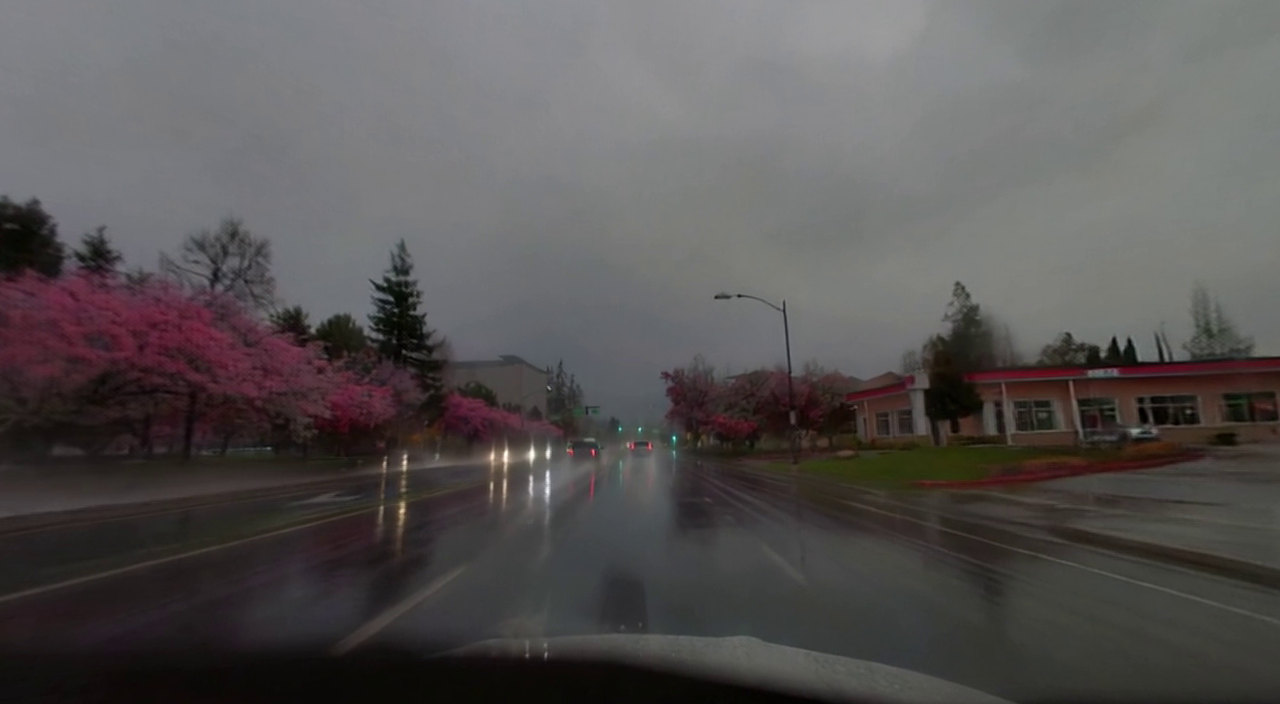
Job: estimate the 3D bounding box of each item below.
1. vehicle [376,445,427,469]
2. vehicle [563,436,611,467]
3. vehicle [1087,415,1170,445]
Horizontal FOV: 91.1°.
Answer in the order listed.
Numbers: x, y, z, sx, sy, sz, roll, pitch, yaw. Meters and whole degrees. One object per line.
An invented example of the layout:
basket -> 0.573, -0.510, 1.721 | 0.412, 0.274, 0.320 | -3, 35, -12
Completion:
vehicle -> -18.212, 7.997, 48.142 | 2.111, 1.702, 4.543 | 0, -8, 0
vehicle -> -3.297, 6.291, 40.011 | 2.453, 1.844, 4.751 | 0, -8, 2
vehicle -> 27.415, 4.427, 35.194 | 4.677, 1.583, 1.955 | 5, -10, -30
